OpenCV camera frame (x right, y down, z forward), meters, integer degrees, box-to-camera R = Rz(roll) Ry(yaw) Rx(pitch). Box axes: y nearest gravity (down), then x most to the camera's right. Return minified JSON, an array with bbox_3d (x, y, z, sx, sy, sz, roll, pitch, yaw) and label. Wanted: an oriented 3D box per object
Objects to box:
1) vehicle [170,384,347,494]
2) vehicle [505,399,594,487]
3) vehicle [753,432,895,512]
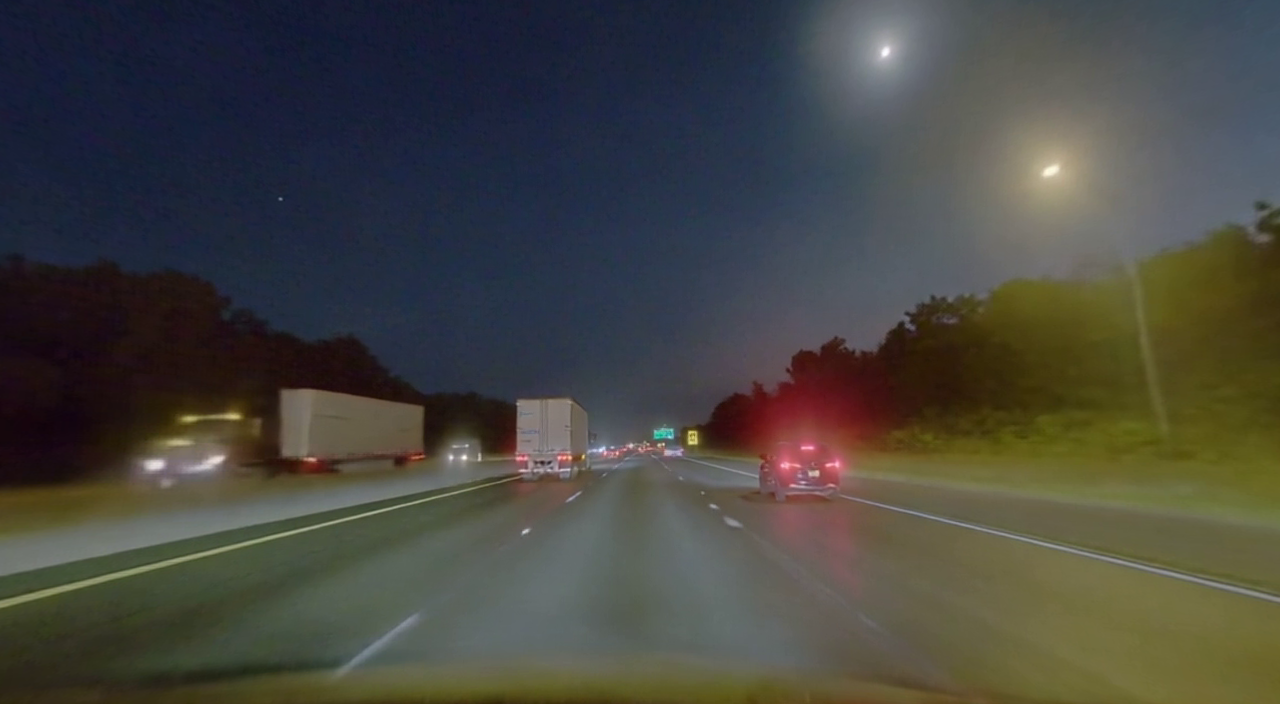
[{"bbox_3d":[-15.130,3.589,25.781,3.079,3.910,6.429,0,-9,0],"label":"vehicle"},{"bbox_3d":[-3.539,3.824,26.330,2.667,3.195,6.731,0,-9,0],"label":"vehicle"},{"bbox_3d":[4.008,2.695,14.529,1.983,1.545,4.038,0,-9,-1],"label":"vehicle"}]
